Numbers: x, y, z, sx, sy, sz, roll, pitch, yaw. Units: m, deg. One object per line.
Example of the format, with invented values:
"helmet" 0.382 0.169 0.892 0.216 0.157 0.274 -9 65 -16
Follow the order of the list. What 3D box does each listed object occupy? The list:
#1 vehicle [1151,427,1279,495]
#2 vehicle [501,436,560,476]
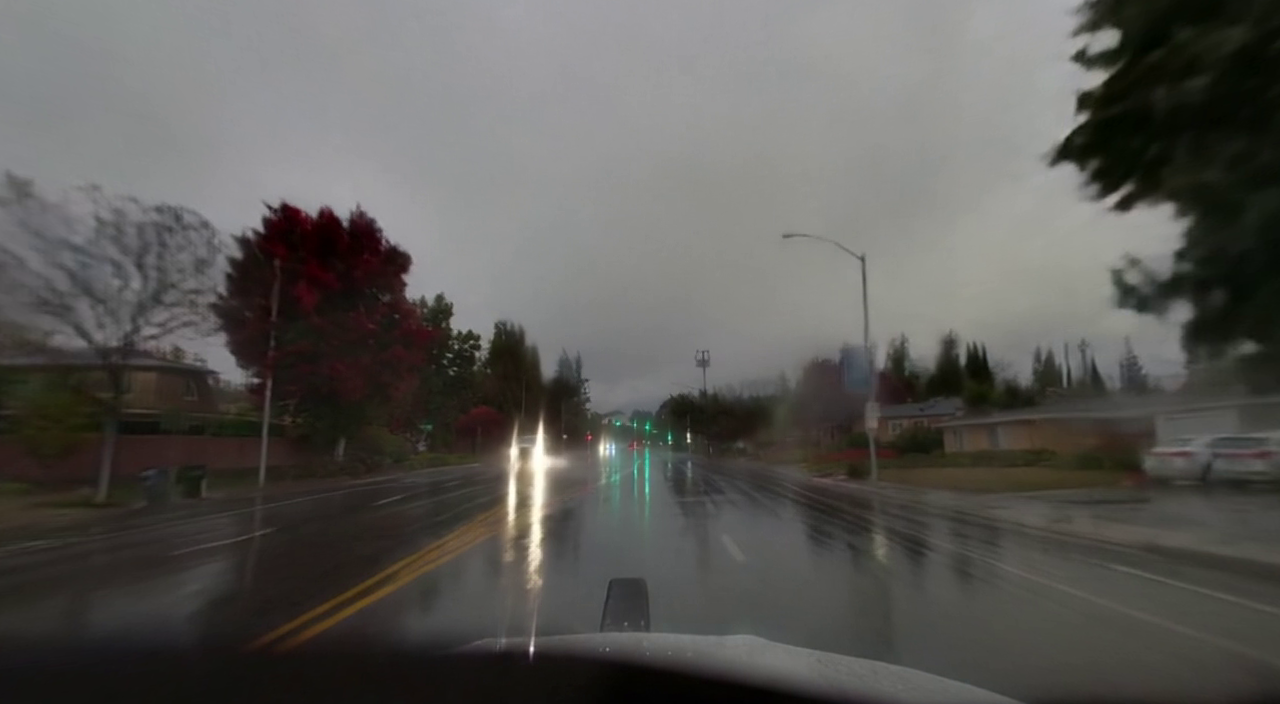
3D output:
"vehicle" 15.635 2.682 15.702 1.901 1.547 4.411 0 -9 -4
"vehicle" -5.210 5.037 30.640 2.128 1.753 4.516 0 -9 -1
